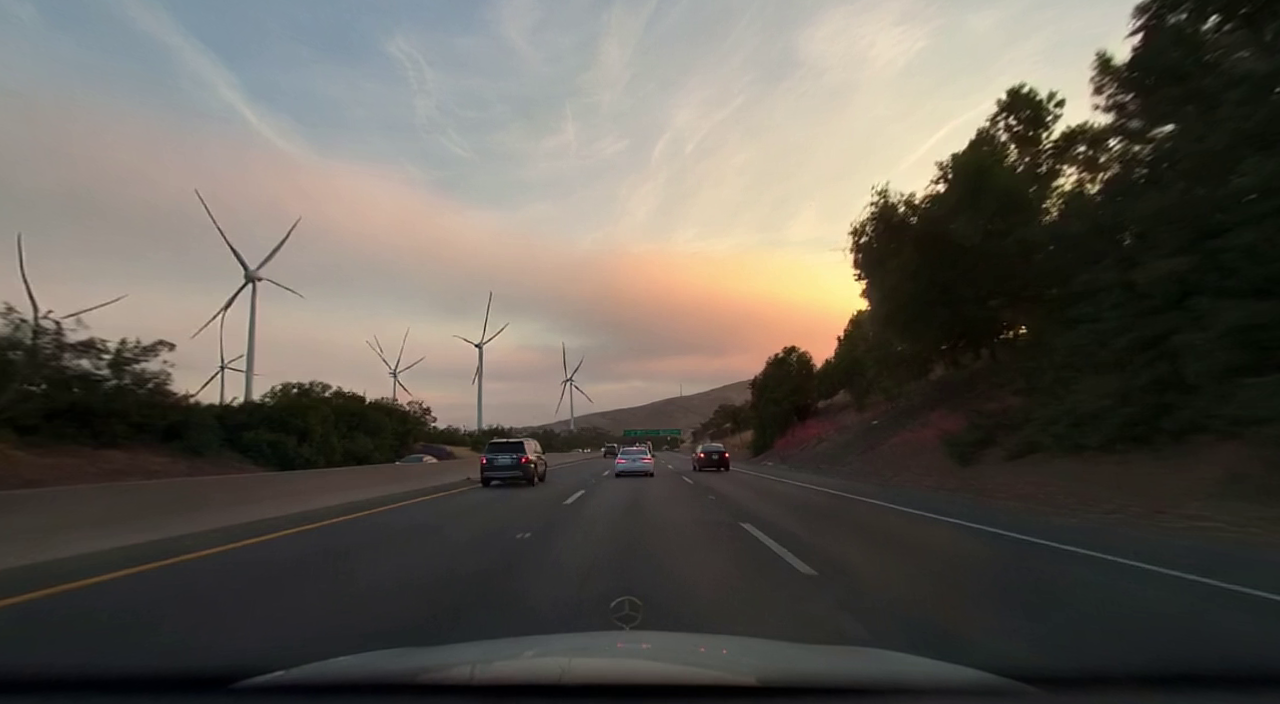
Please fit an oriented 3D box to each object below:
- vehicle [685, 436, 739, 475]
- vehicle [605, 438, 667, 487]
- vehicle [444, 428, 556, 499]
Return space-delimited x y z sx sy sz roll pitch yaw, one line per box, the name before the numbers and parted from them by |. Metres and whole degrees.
vehicle | 3.632 5.354 32.674 2.104 1.861 4.956 0 -9 -1
vehicle | -0.148 4.048 23.322 2.083 1.653 3.787 0 -9 0
vehicle | -3.886 3.200 18.412 2.131 1.784 4.635 0 -9 1
